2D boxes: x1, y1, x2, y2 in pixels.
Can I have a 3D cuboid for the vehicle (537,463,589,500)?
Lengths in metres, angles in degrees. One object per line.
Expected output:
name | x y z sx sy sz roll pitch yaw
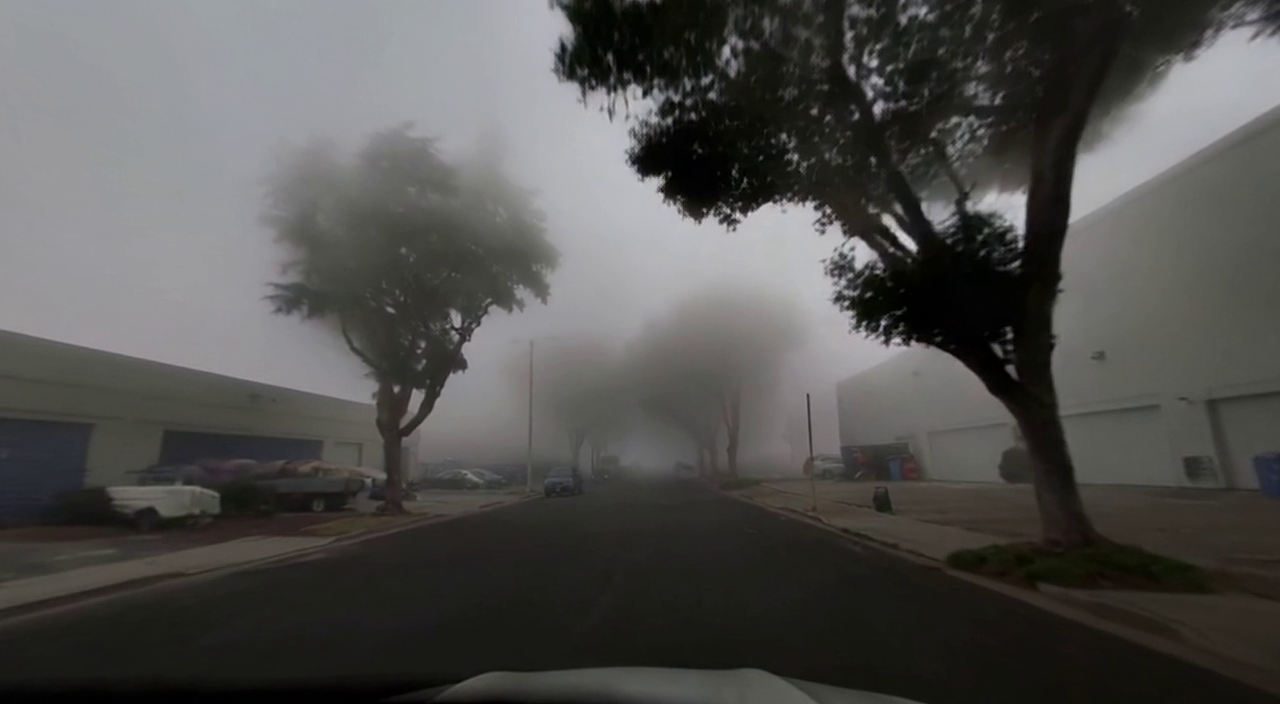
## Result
vehicle | -3.831 6.528 32.037 1.927 1.580 4.556 -2 -9 2
